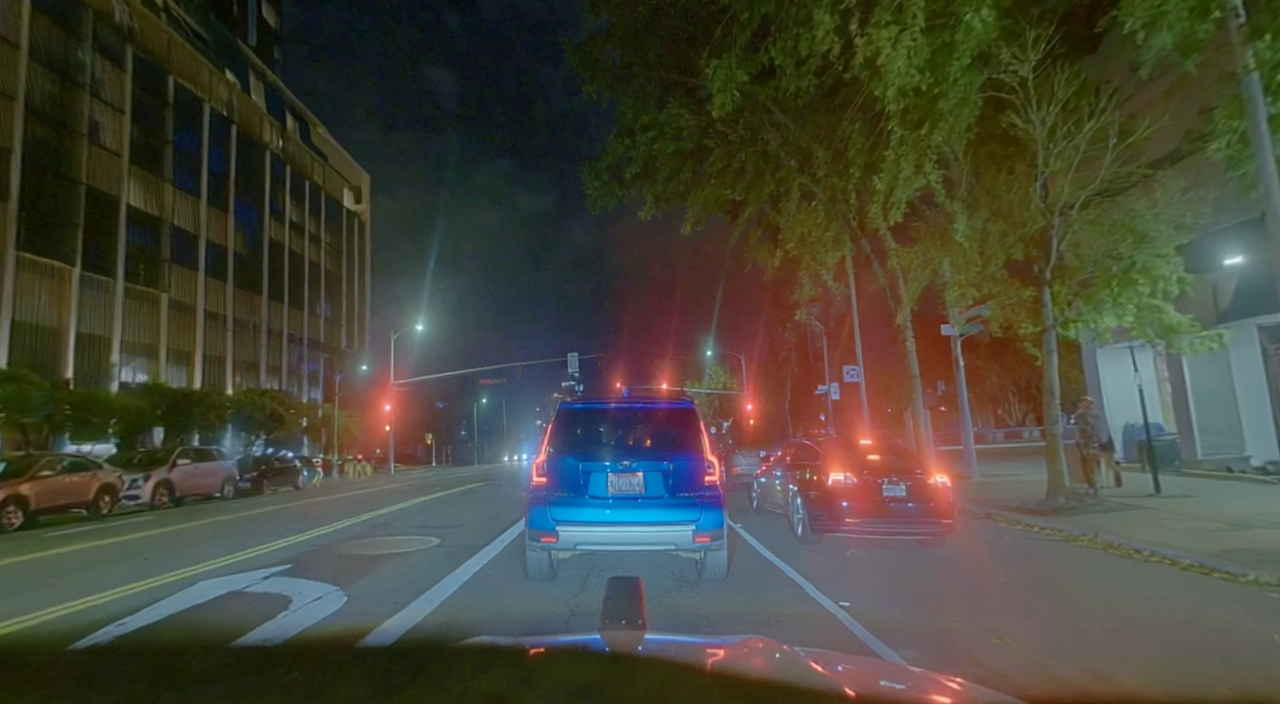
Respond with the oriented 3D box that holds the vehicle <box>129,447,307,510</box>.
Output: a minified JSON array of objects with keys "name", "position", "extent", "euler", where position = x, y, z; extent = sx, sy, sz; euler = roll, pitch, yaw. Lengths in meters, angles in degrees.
[{"name":"vehicle","position":[-12.527,3.740,19.140],"extent":[2.207,1.648,4.675],"euler":[0,-8,-1]}]

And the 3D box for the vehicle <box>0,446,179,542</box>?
[{"name":"vehicle","position":[-12.542,2.884,13.461],"extent":[1.891,1.723,4.360],"euler":[0,-8,1]}]

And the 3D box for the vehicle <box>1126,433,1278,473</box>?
[{"name":"vehicle","position":[22.164,3.978,24.981],"extent":[4.055,1.469,1.848],"euler":[-4,-9,26]}]

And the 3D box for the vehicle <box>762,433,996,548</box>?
[{"name":"vehicle","position":[3.412,2.052,9.996],"extent":[2.056,1.422,4.130],"euler":[0,-8,-1]}]

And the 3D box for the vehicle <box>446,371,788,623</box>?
[{"name":"vehicle","position":[-0.148,1.352,6.759],"extent":[2.453,1.816,4.300],"euler":[0,-8,0]}]
